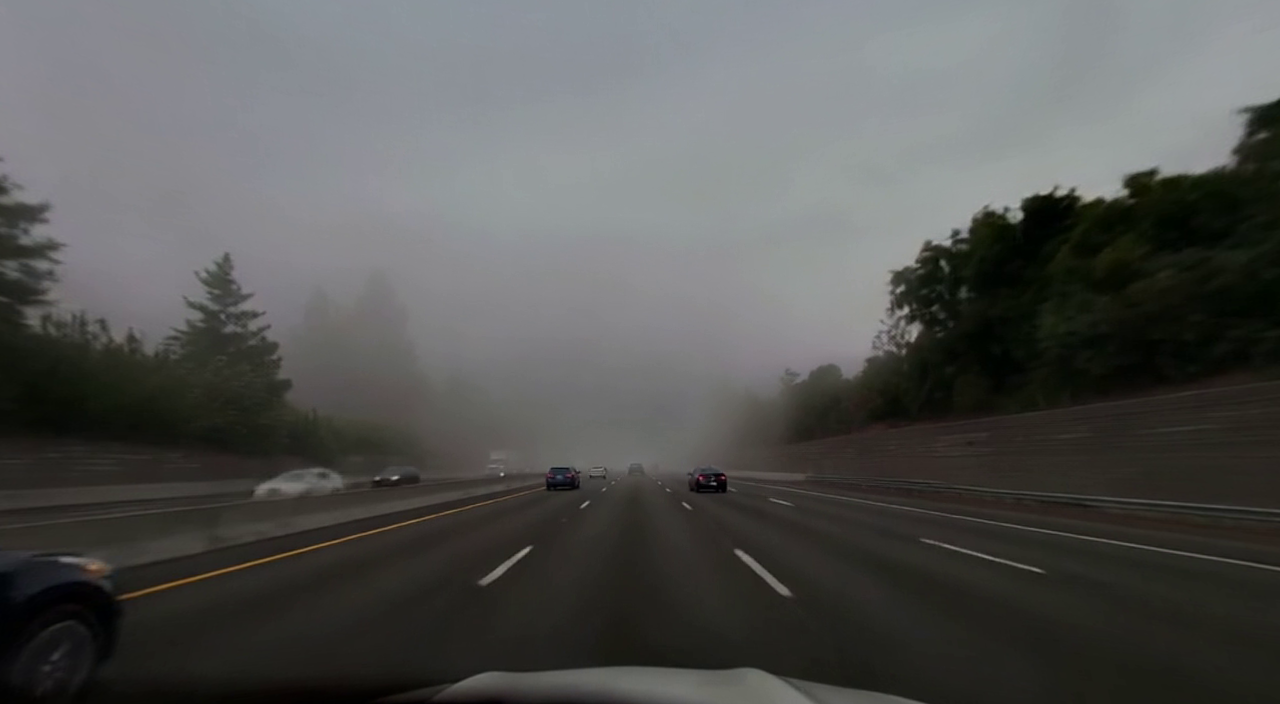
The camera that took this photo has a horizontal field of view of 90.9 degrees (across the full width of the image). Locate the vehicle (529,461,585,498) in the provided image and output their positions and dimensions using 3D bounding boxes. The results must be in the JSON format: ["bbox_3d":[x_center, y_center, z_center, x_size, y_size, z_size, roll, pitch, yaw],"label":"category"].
[{"bbox_3d":[-3.640,5.679,28.232,2.000,1.484,3.995,1,-10,-1],"label":"vehicle"}]

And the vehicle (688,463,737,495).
[{"bbox_3d":[3.680,6.541,32.704,1.981,1.516,4.109,1,-10,0],"label":"vehicle"}]

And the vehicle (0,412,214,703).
[{"bbox_3d":[-3.580,0.751,1.315,2.004,1.468,4.812,1,-10,0],"label":"vehicle"}]

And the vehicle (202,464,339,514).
[{"bbox_3d":[-12.441,4.638,21.647,1.916,1.493,4.490,0,-10,0],"label":"vehicle"}]

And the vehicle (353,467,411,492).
[{"bbox_3d":[-15.645,7.741,38.408,1.895,1.428,3.703,1,-10,0],"label":"vehicle"}]
